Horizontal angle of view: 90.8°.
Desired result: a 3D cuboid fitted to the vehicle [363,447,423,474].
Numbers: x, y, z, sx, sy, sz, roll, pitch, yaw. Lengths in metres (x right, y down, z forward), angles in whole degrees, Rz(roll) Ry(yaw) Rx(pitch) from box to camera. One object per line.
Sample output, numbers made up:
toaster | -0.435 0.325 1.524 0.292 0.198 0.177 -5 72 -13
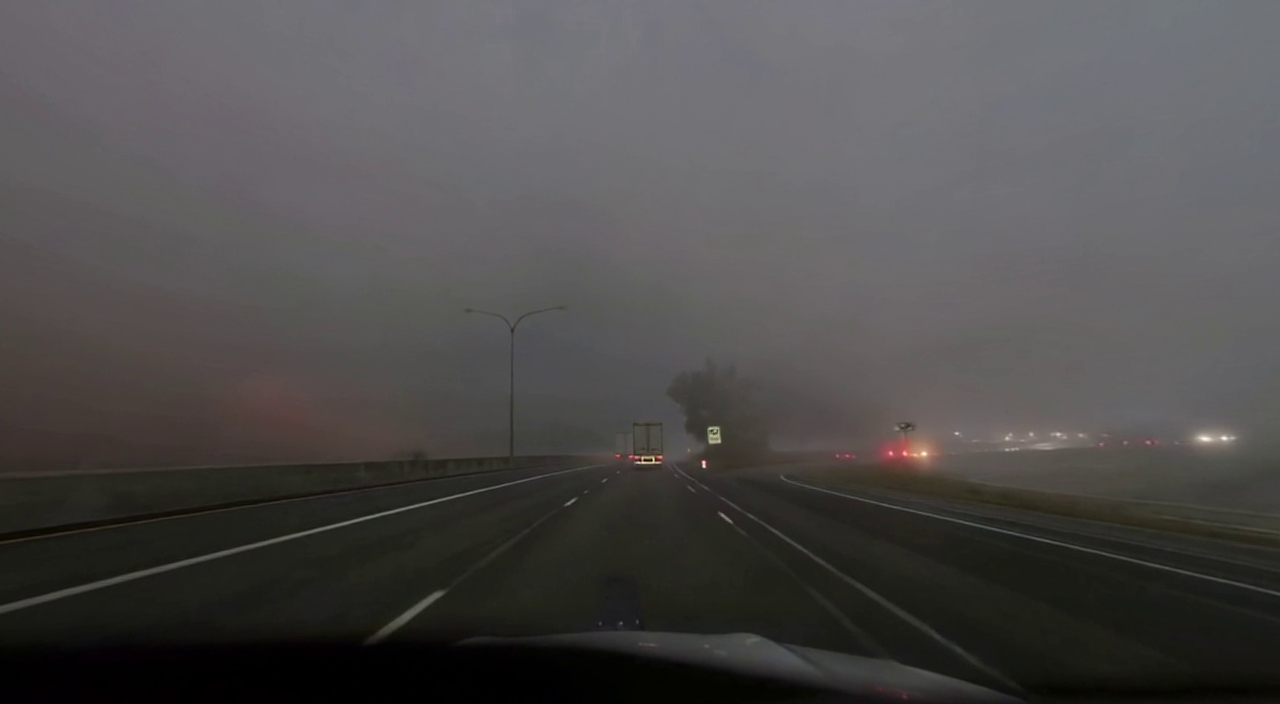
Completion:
vehicle | -15.749 6.959 40.432 1.895 1.607 4.412 -1 -9 2
